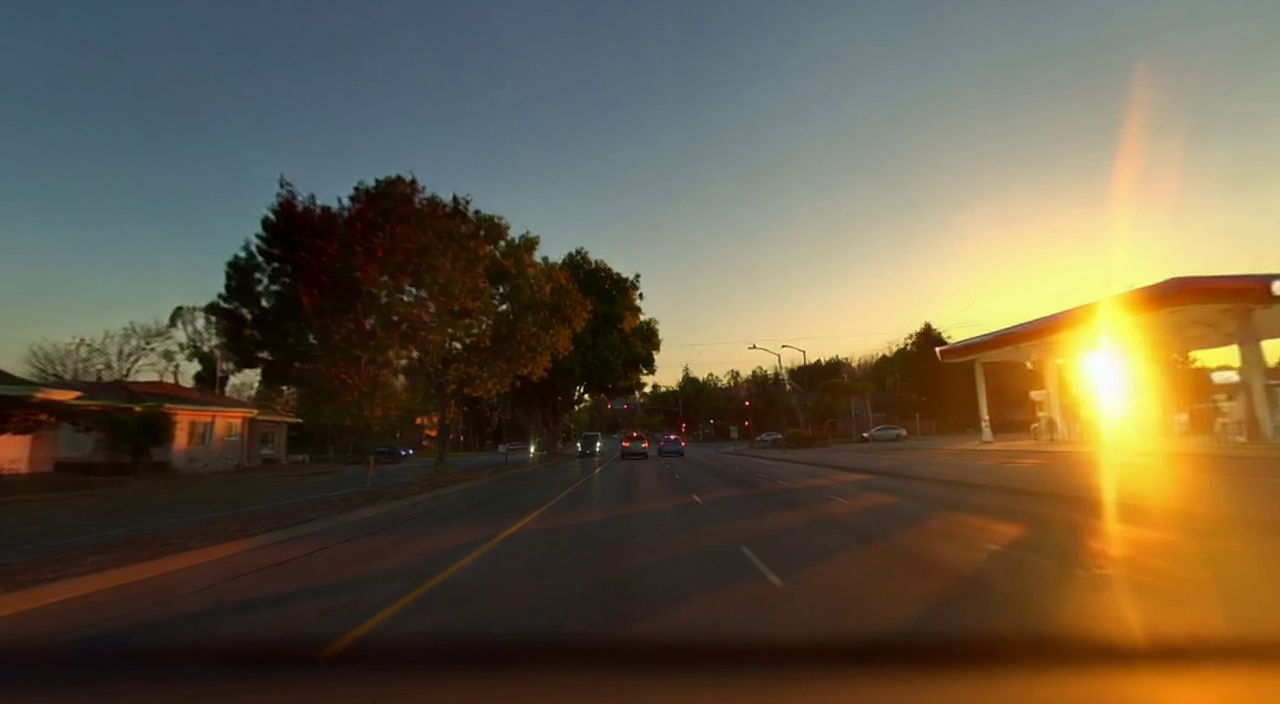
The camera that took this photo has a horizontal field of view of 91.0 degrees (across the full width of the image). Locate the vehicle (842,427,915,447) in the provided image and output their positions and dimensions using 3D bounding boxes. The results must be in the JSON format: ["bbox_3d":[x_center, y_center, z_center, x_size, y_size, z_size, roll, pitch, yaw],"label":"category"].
[{"bbox_3d":[18.052,6.446,47.815,4.660,1.462,2.034,0,-9,0],"label":"vehicle"}]

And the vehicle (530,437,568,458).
[{"bbox_3d":[-6.342,6.737,44.443,2.033,1.442,4.668,0,-8,-1],"label":"vehicle"}]

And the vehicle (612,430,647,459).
[{"bbox_3d":[-0.644,5.943,40.343,2.146,1.742,4.095,0,-8,-1],"label":"vehicle"}]
